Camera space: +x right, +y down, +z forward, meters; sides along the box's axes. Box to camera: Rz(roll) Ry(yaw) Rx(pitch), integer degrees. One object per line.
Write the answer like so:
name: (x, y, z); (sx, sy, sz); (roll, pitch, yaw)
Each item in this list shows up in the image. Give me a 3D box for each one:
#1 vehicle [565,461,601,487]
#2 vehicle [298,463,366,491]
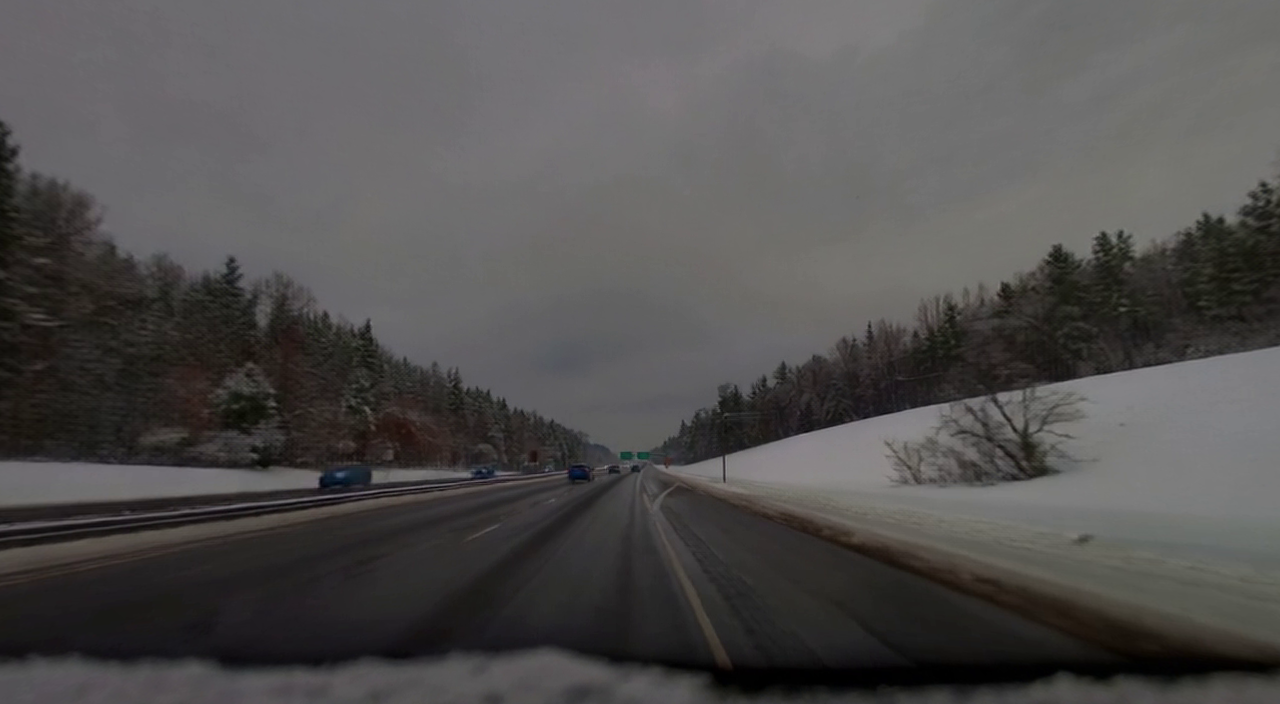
vehicle: (-3.808, 8.306, 42.949); (2.042, 1.629, 4.276); (1, -11, 0)
vehicle: (-17.825, 7.269, 36.650); (1.895, 1.487, 3.985); (1, -11, 0)
